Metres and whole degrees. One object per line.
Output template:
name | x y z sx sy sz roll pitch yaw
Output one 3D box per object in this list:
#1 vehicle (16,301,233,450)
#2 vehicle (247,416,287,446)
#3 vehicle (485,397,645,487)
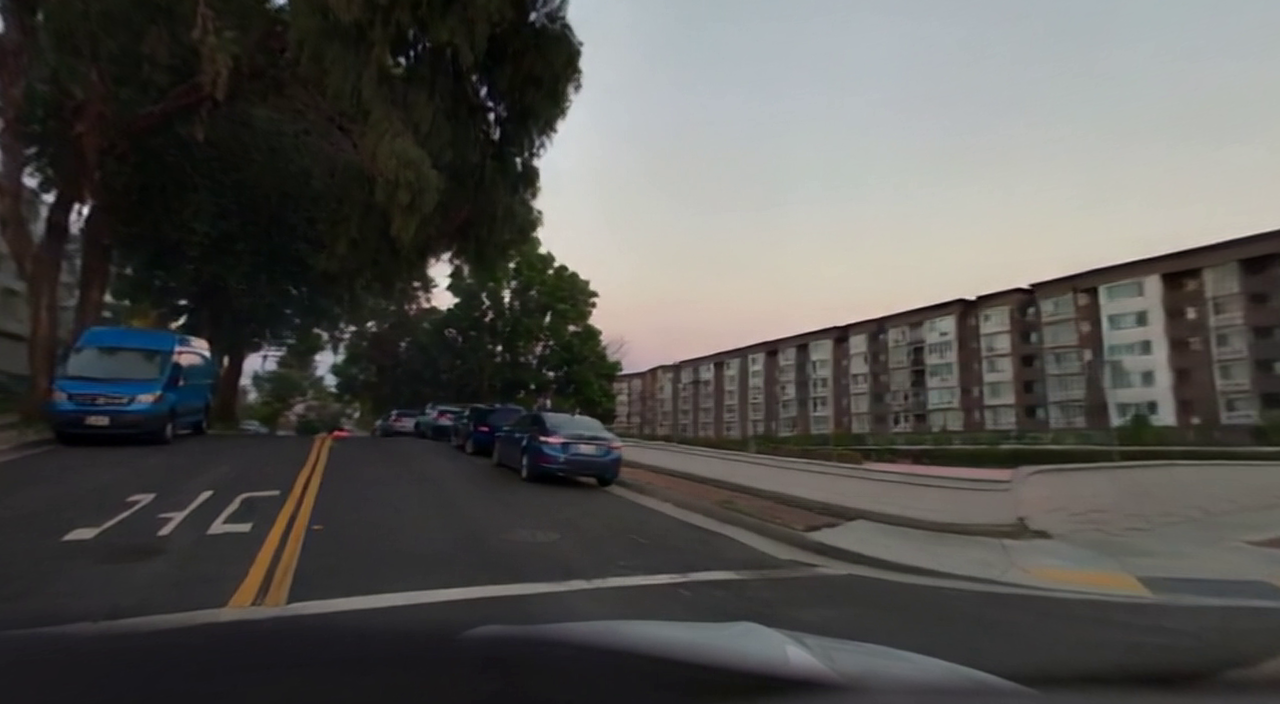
vehicle | -11.535 0.791 14.924 2.546 2.664 6.863 1 -7 -27
vehicle | -25.653 5.411 43.588 2.090 1.674 4.457 1 -3 -27
vehicle | -1.674 1.783 12.496 1.827 1.436 4.322 4 -9 -25
